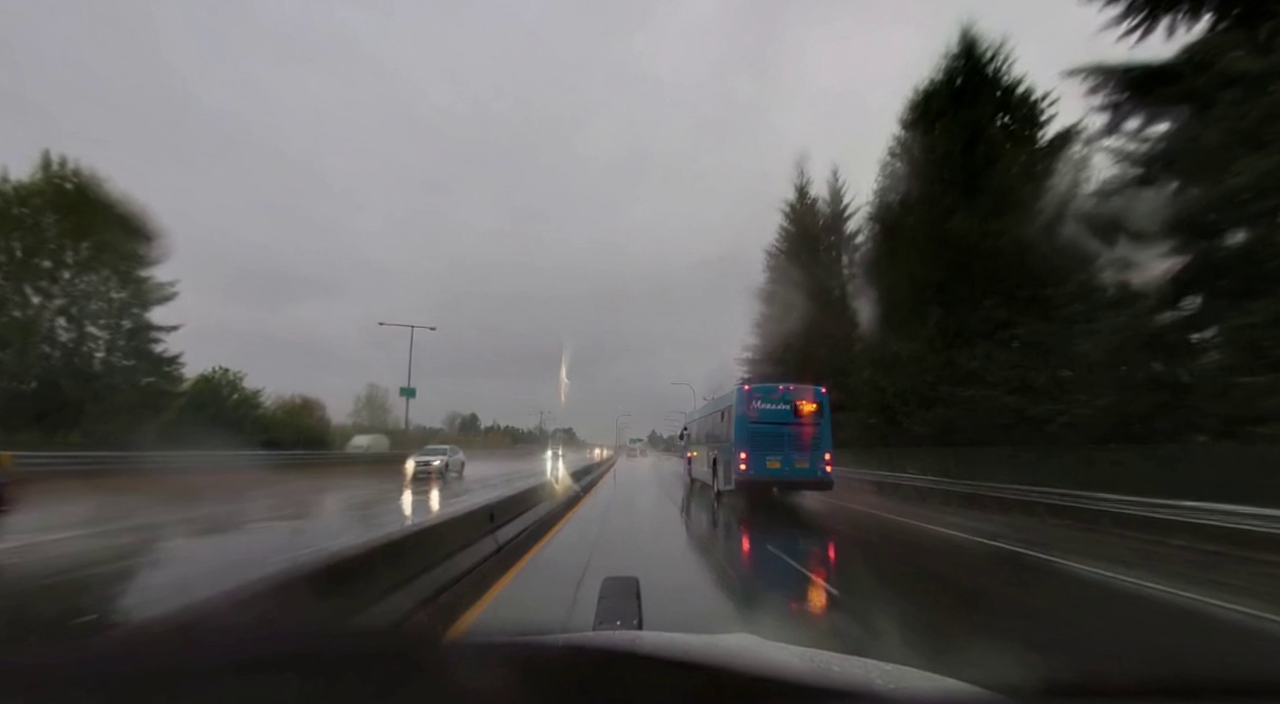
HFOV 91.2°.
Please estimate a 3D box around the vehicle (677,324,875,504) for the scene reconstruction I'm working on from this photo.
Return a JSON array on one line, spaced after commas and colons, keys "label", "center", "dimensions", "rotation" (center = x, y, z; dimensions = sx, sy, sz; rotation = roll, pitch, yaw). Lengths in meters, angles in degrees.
[{"label": "vehicle", "center": [3.469, 2.439, 21.342], "dimensions": [3.277, 4.084, 14.213], "rotation": [0, -9, -1]}]
